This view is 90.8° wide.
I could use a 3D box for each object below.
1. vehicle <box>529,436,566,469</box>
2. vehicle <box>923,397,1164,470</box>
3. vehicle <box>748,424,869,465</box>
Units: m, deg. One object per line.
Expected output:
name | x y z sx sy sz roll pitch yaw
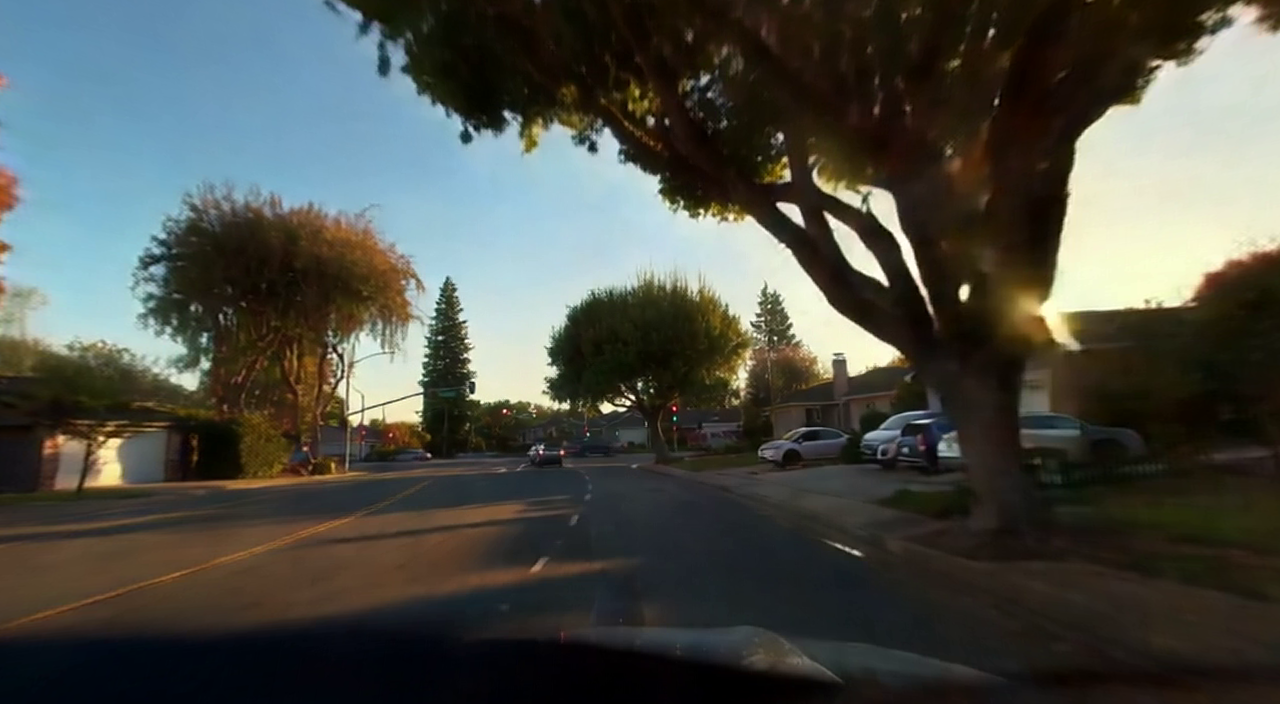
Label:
vehicle | -5.550 6.060 38.127 2.041 1.834 4.679 1 -9 -8
vehicle | 9.668 1.994 15.425 4.590 1.648 1.876 0 -9 -3
vehicle | 7.283 4.022 27.591 4.663 1.618 1.962 0 -9 -7
